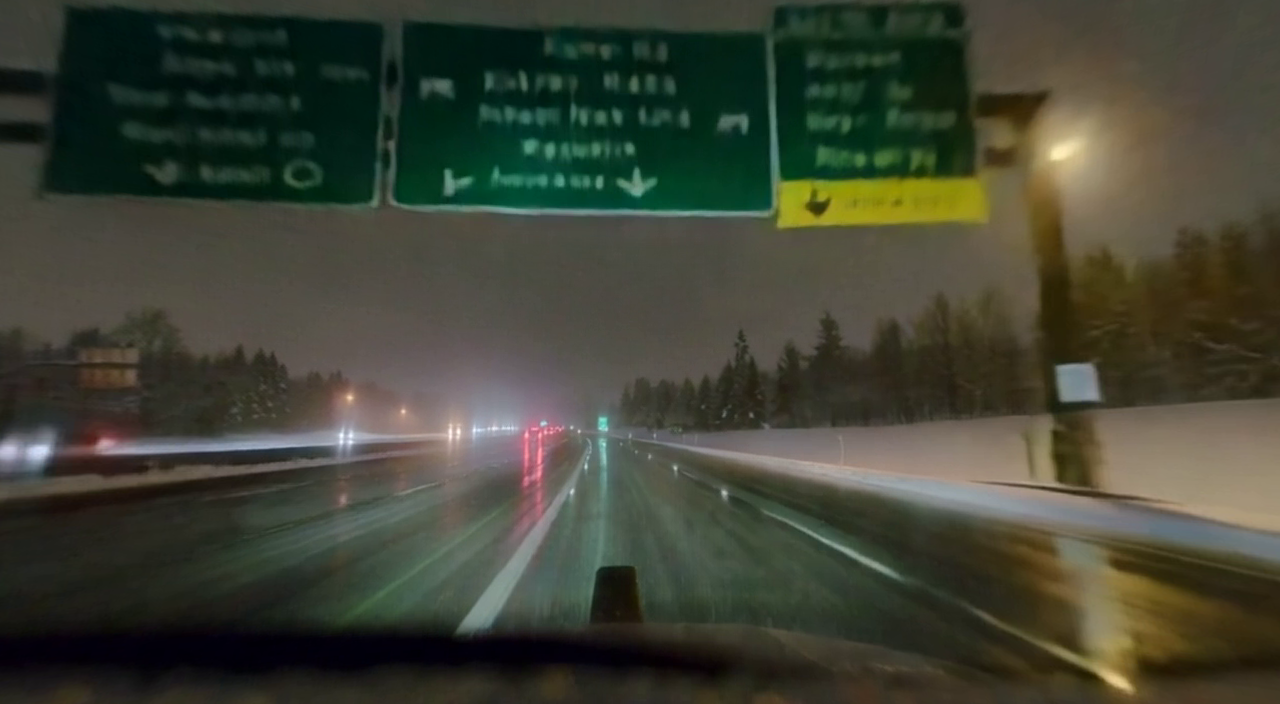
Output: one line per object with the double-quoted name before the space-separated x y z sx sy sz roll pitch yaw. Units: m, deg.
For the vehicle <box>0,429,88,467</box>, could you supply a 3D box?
"vehicle" -25.361 3.950 26.005 1.866 1.461 3.563 0 -8 -2
